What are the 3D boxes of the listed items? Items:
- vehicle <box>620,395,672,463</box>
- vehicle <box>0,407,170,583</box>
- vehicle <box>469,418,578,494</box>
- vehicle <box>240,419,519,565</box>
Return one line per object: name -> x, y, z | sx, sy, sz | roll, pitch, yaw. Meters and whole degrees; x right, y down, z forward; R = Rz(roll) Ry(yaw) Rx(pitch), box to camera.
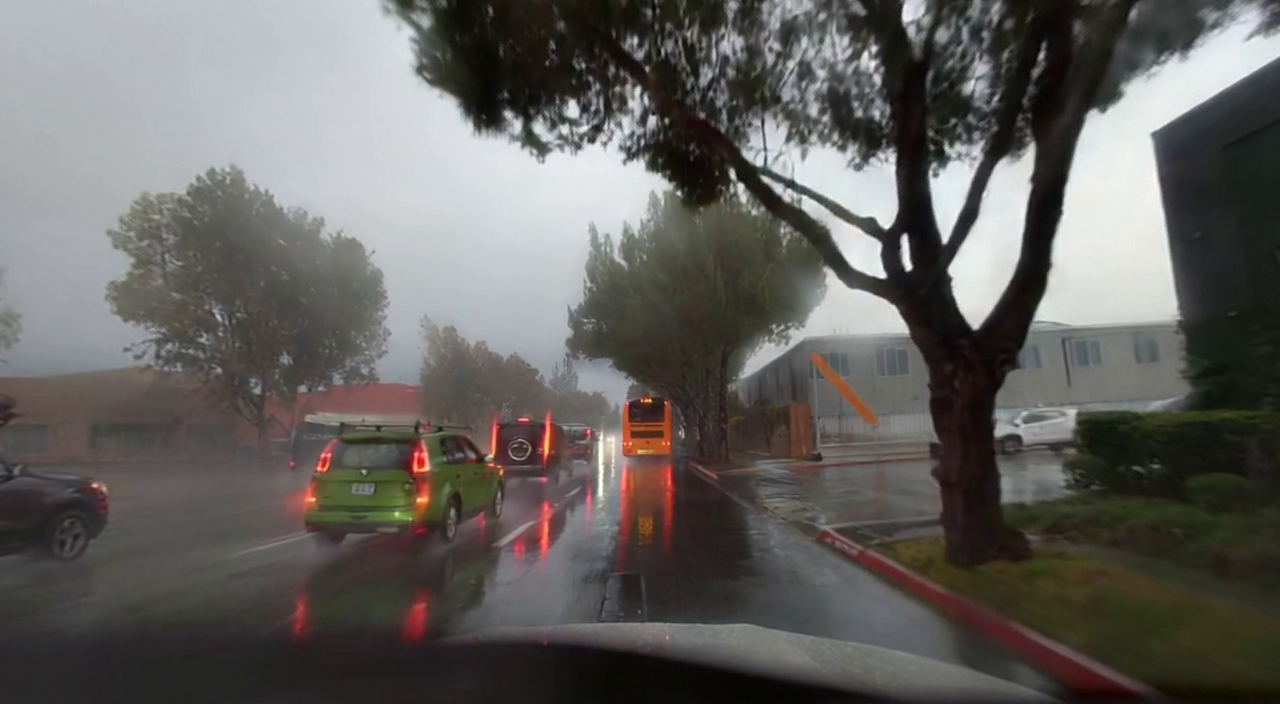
vehicle -> 0.428, 5.276, 42.018 | 2.970, 3.857, 12.200 | 0, -9, 1
vehicle -> -7.336, 1.369, 5.992 | 2.252, 1.686, 4.447 | 0, -9, 1
vehicle -> -3.184, 2.991, 18.488 | 2.095, 1.892, 5.043 | 0, -8, 1
vehicle -> -3.294, 1.869, 9.209 | 2.042, 1.571, 4.475 | 0, -9, 2
